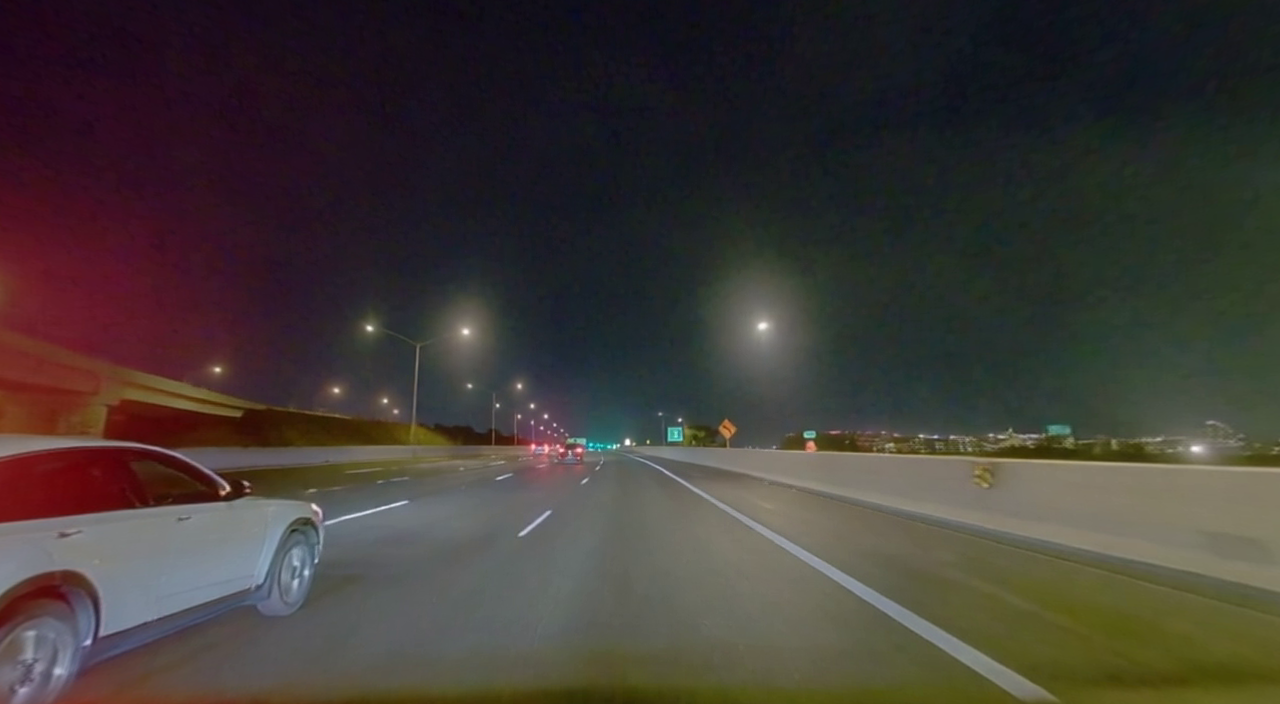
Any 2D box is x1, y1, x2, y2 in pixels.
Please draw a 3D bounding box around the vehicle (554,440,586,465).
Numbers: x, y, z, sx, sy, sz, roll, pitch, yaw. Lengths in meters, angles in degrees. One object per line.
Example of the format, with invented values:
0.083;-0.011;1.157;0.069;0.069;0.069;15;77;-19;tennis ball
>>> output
-4.789;6.920;43.734;1.971;1.643;4.009;0;-8;-2;vehicle
